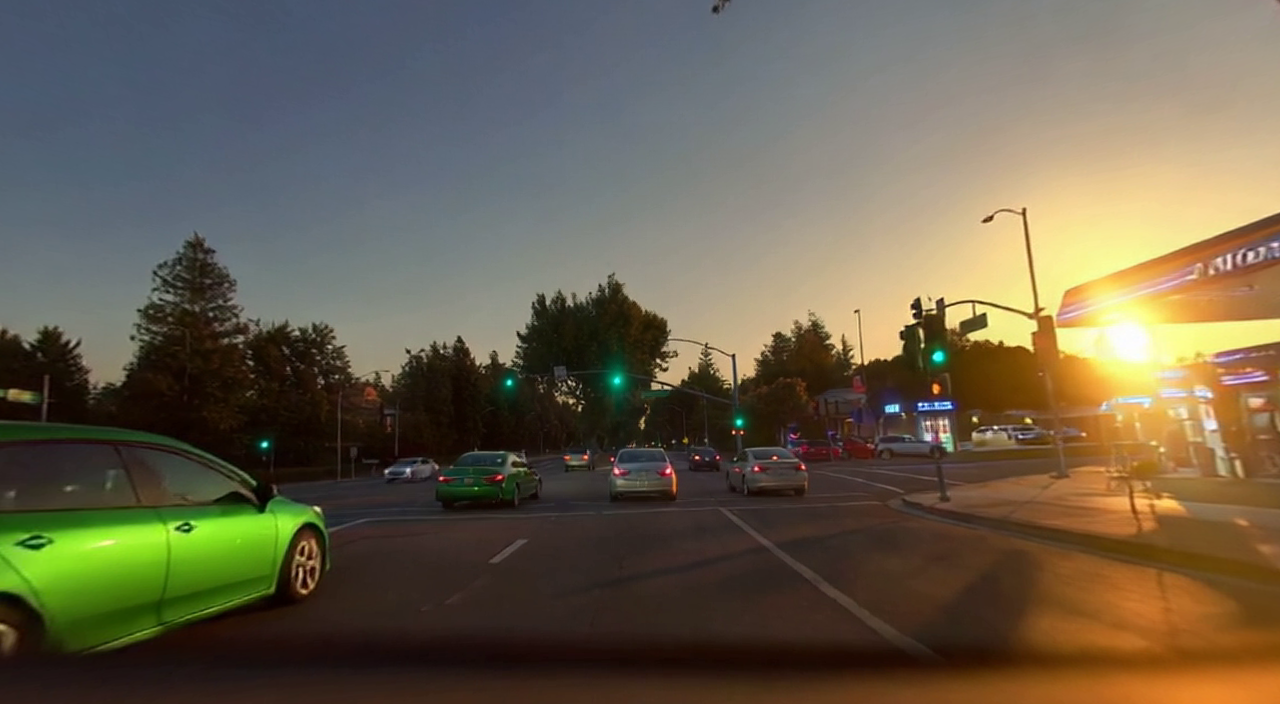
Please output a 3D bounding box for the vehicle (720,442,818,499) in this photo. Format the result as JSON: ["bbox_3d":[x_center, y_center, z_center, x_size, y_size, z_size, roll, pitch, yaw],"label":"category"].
[{"bbox_3d":[3.675,3.441,18.818,1.920,1.479,4.548,0,-8,-1],"label":"vehicle"}]

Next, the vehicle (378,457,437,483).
[{"bbox_3d":[-14.864,7.541,40.569,1.946,1.504,4.504,-1,-8,2],"label":"vehicle"}]

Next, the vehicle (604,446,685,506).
[{"bbox_3d":[0.089,3.365,17.592,1.994,1.433,3.894,0,-8,0],"label":"vehicle"}]

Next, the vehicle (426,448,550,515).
[{"bbox_3d":[-3.721,3.234,16.353,1.995,1.436,4.500,-1,-8,2],"label":"vehicle"}]

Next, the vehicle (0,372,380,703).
[{"bbox_3d":[-3.701,1.146,4.017,2.023,1.687,4.874,0,-8,0],"label":"vehicle"}]

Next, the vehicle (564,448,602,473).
[{"bbox_3d":[-3.586,6.948,40.617,1.896,1.501,4.390,-1,-8,2],"label":"vehicle"}]

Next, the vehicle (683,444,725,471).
[{"bbox_3d":[3.851,6.394,38.514,1.942,1.482,4.623,0,-8,-1],"label":"vehicle"}]

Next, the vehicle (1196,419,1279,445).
[{"bbox_3d":[41.681,5.615,43.897,1.918,1.705,4.846,-1,-9,8],"label":"vehicle"}]
